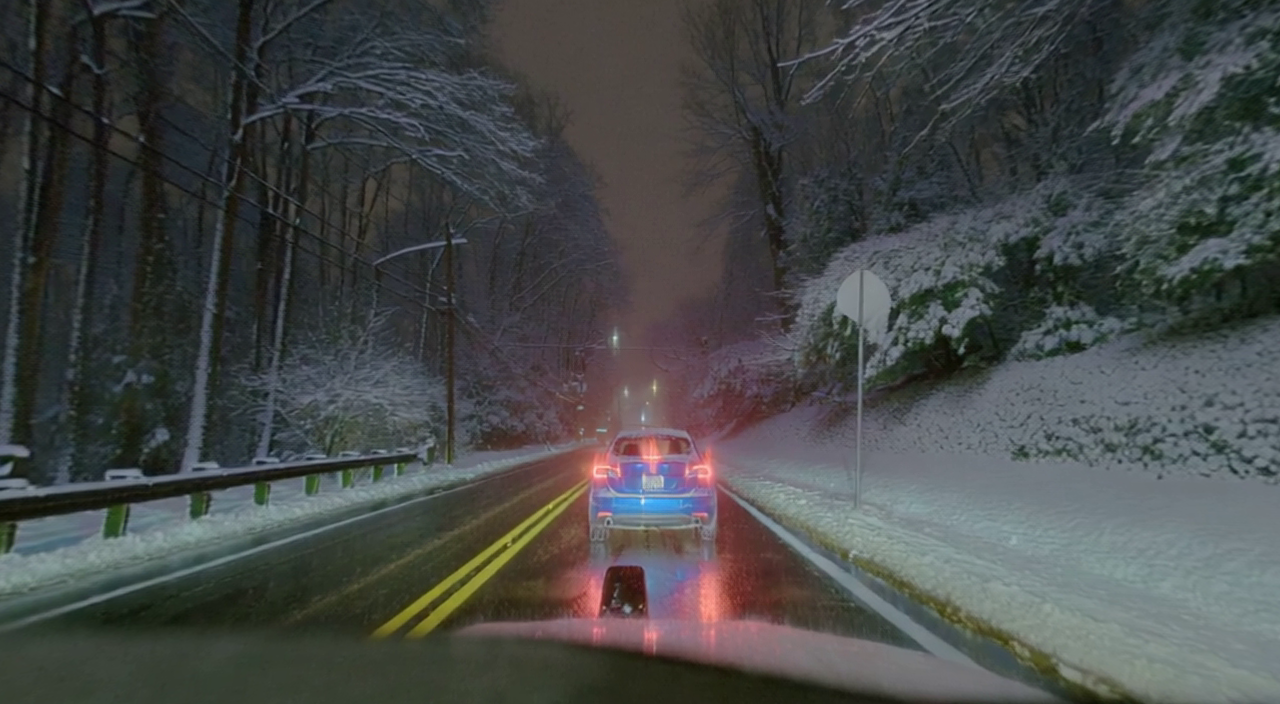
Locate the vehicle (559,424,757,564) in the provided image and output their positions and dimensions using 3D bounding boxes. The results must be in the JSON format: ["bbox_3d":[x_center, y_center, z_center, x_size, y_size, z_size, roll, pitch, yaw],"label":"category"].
[{"bbox_3d":[0.233,1.850,8.913,2.187,1.533,3.726,0,-8,1],"label":"vehicle"}]
